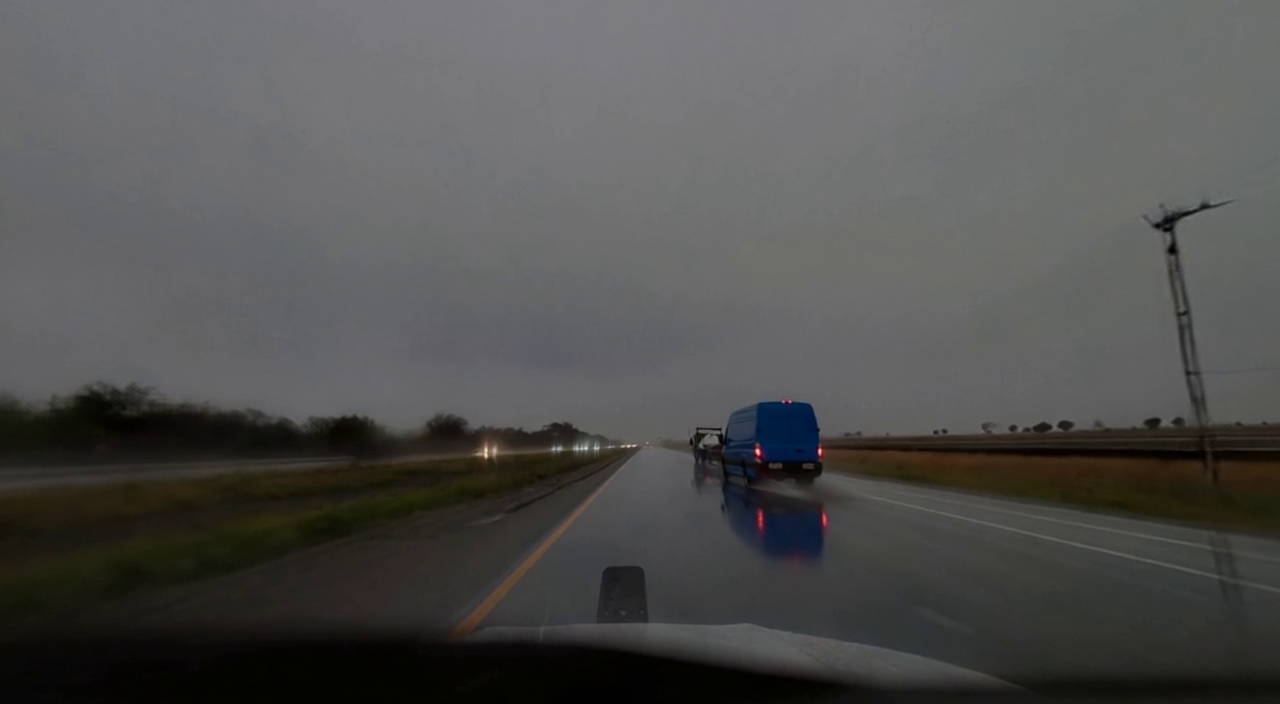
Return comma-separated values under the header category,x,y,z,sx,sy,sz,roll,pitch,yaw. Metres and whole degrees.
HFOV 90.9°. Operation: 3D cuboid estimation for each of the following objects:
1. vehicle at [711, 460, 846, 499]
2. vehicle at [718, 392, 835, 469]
category,x,y,z,sx,sy,sz,roll,pitch,yaw
vehicle,3.996,3.888,19.729,2.702,0.824,6.391,0,-8,-1
vehicle,4.011,2.553,19.789,2.444,2.053,5.616,0,-9,0
